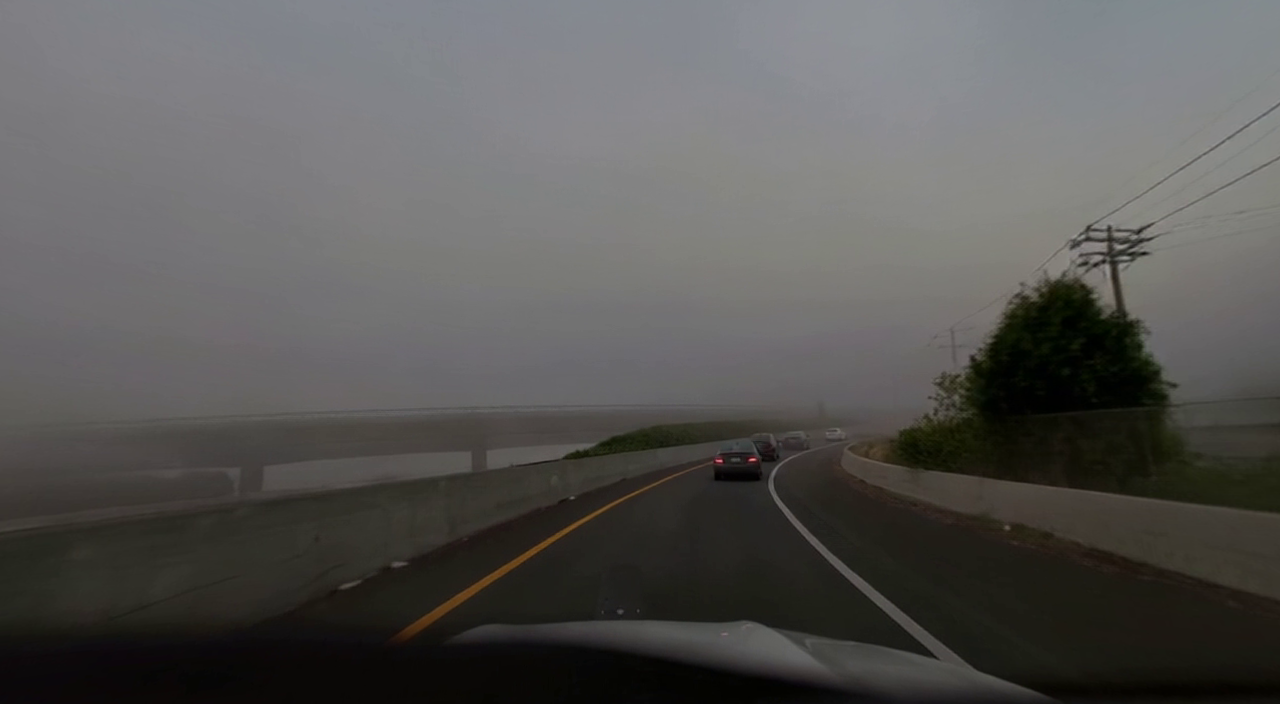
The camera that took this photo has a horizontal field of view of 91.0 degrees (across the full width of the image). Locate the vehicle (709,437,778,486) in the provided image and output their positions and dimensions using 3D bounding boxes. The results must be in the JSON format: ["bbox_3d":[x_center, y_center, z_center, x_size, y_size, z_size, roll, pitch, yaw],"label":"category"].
[{"bbox_3d":[3.555,3.685,21.553,2.091,1.482,4.321,-2,-9,10],"label":"vehicle"}]
